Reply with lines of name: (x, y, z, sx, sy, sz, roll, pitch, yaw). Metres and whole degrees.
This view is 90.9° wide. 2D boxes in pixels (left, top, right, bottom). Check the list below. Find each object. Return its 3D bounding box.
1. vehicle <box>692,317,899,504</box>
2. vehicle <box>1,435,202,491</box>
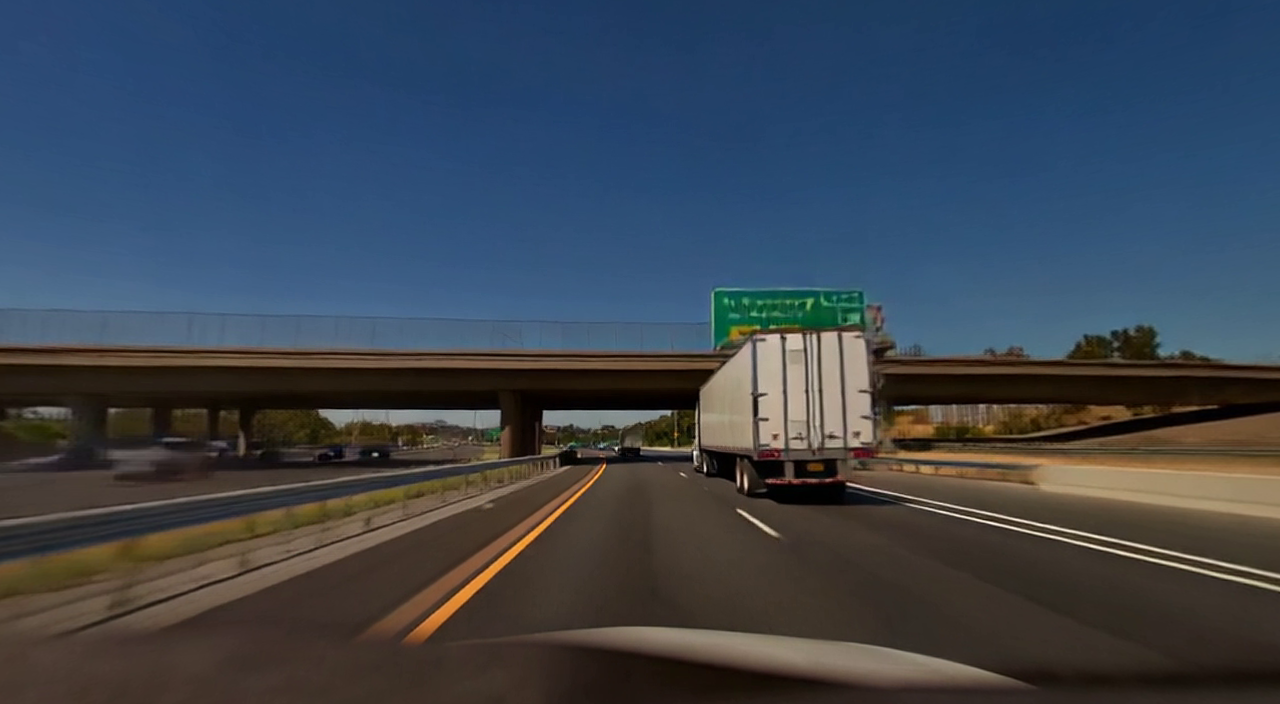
vehicle: (4.201, 2.571, 23.252, 2.932, 4.205, 18.253, 0, -8, 0)
vehicle: (-17.342, 3.572, 20.758, 2.313, 1.600, 4.867, 0, -8, 0)
